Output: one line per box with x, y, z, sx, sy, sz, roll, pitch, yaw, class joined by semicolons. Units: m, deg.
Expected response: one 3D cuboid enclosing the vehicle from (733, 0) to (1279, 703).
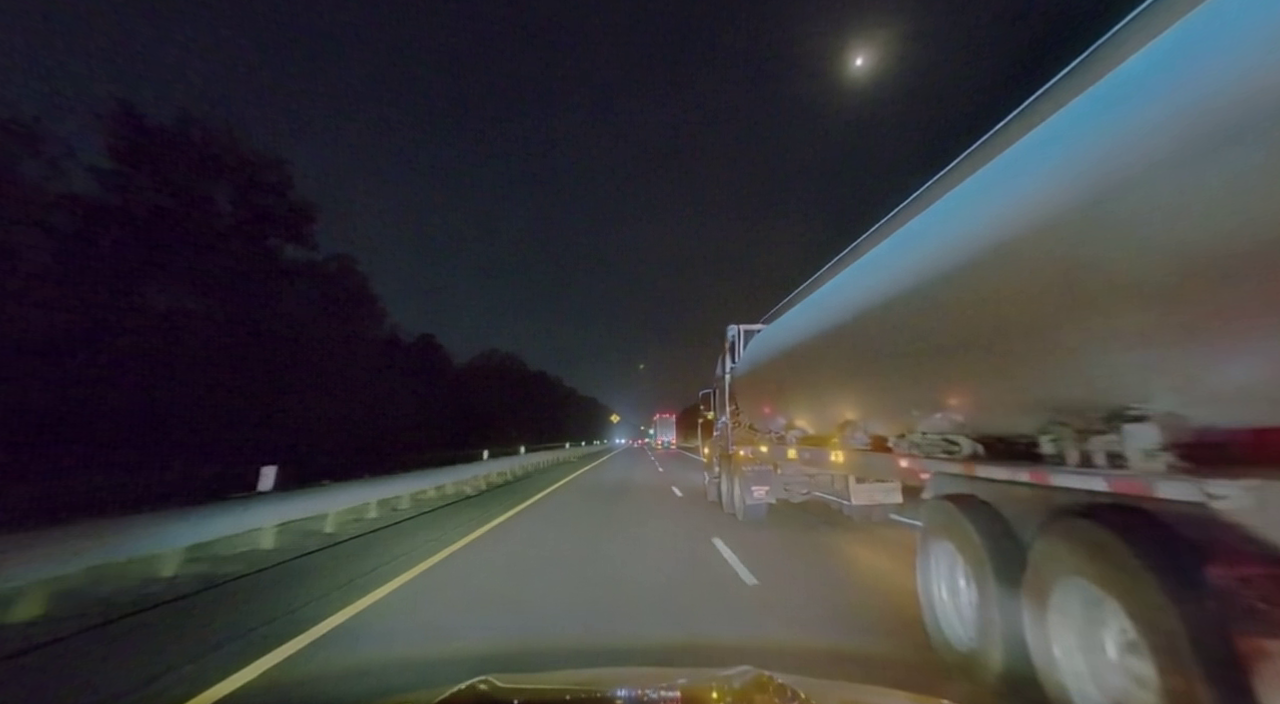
3.096;0.073;4.475;2.946;3.745;11.516;0;-8;-1;vehicle
